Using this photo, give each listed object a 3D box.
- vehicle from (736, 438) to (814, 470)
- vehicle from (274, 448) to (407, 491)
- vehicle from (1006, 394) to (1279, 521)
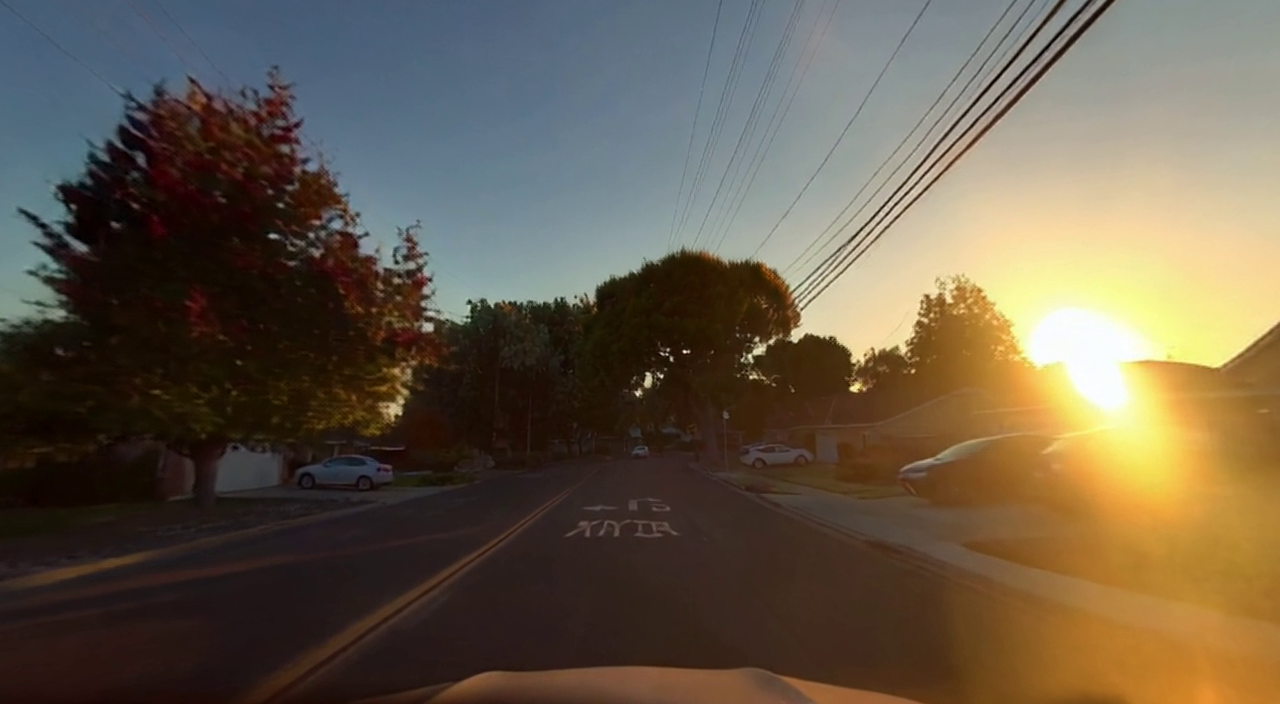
[{"bbox_3d":[7.573,5.749,35.647,3.846,1.725,1.920,0,-8,-4],"label":"vehicle"},{"bbox_3d":[-11.852,4.662,25.206,4.243,1.598,2.003,-1,-8,3],"label":"vehicle"},{"bbox_3d":[9.376,1.815,11.172,4.557,2.012,1.917,0,-8,-3],"label":"vehicle"}]
